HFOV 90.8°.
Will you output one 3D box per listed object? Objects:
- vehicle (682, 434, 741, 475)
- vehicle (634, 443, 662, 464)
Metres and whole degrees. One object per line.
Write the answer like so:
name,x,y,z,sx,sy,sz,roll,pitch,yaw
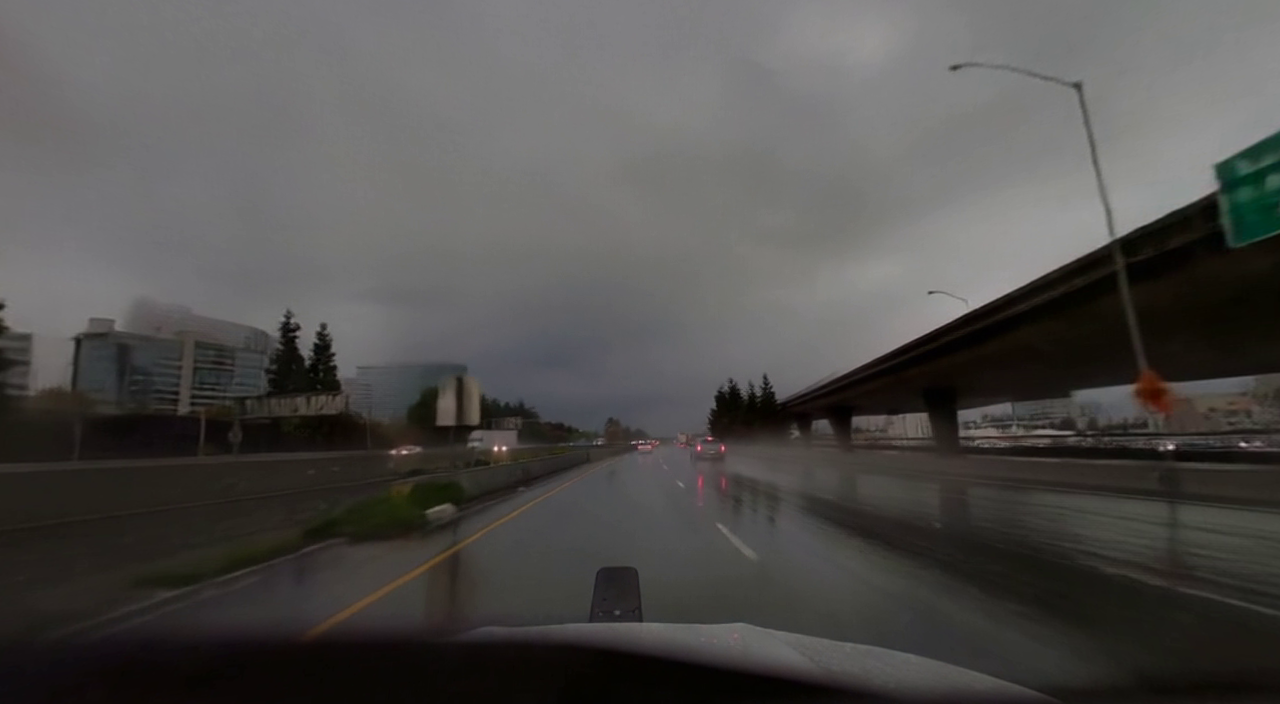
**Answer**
vehicle,3.354,4.930,30.616,2.226,1.779,4.835,0,-9,-1
vehicle,0.597,7.541,47.066,2.046,1.475,3.784,0,-8,1
